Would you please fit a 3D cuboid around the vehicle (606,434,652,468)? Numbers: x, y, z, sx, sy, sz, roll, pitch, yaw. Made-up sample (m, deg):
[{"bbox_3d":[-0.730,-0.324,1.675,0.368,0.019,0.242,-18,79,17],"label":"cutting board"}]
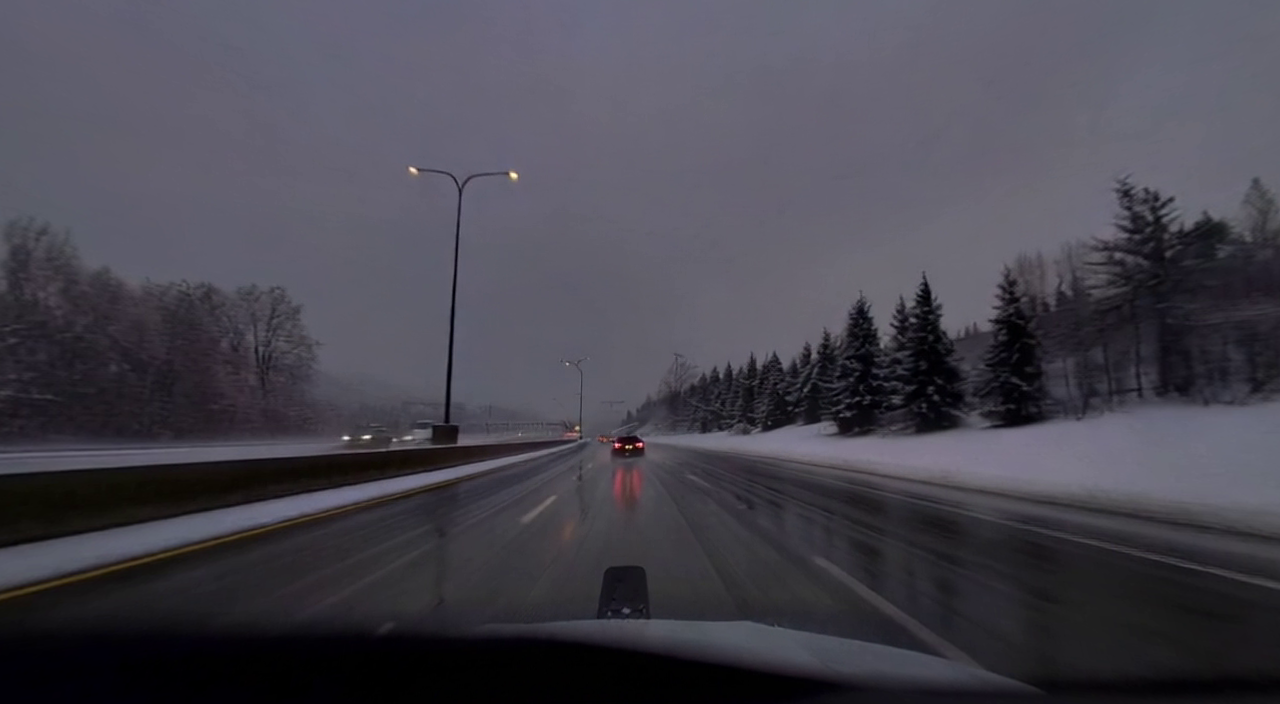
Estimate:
[{"bbox_3d":[-0.510,4.894,31.234,2.130,1.512,4.057,0,-8,0],"label":"vehicle"}]
